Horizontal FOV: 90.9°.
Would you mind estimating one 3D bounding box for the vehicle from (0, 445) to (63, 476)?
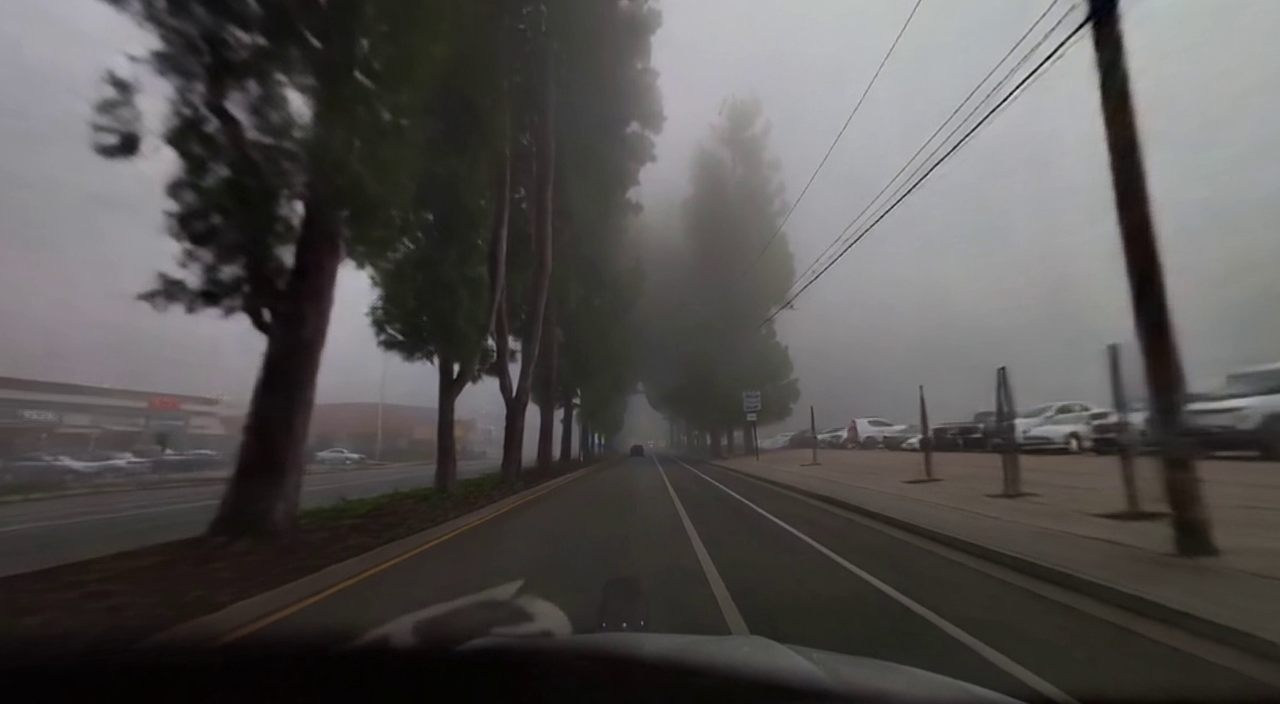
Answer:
[{"bbox_3d":[-44.223,7.671,44.744,4.149,2.160,2.240,0,-8,-2],"label":"vehicle"}]

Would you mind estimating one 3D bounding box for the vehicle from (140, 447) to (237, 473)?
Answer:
[{"bbox_3d":[-31.372,7.492,43.898,5.115,1.744,2.000,0,-8,-3],"label":"vehicle"}]

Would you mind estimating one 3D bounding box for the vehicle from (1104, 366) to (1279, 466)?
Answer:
[{"bbox_3d":[12.818,1.238,12.888,4.713,1.767,2.268,-4,-7,2],"label":"vehicle"}]
